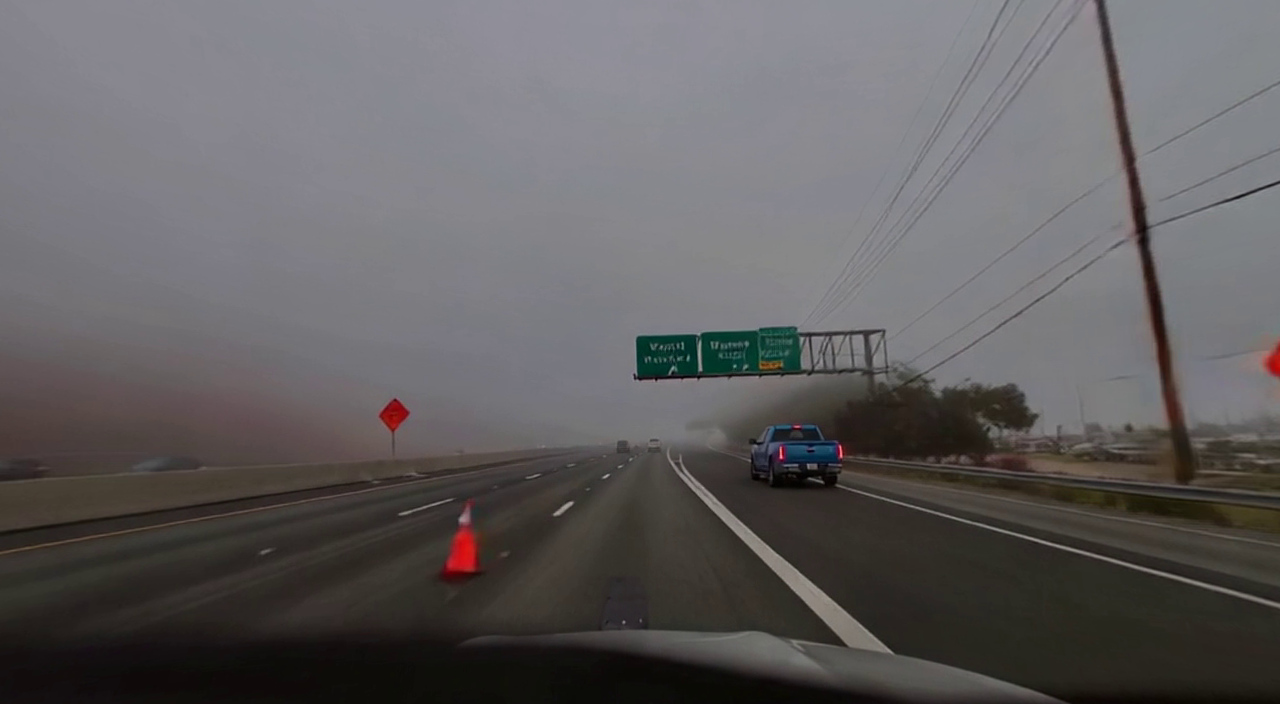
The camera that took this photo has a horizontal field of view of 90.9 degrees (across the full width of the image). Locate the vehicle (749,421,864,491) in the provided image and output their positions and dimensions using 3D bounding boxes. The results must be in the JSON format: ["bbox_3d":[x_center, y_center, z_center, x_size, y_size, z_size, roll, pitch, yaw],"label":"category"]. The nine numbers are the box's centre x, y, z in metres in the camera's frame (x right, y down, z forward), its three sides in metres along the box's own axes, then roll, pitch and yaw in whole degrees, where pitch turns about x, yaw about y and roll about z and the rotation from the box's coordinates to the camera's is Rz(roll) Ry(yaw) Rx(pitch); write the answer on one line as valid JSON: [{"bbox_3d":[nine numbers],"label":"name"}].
[{"bbox_3d":[4.887,3.146,19.450,2.186,1.840,5.289,0,-8,1],"label":"vehicle"}]

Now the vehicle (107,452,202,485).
[{"bbox_3d":[-27.182,6.520,35.493,1.868,1.682,4.276,0,-8,1],"label":"vehicle"}]
